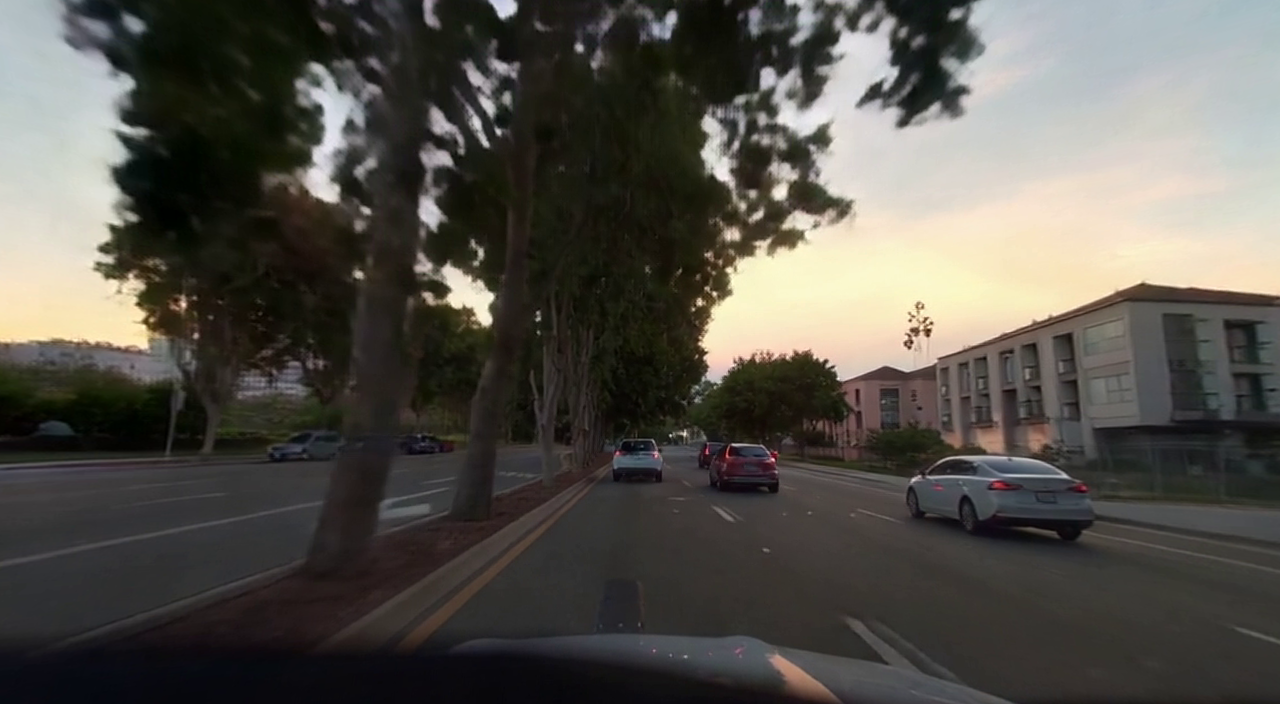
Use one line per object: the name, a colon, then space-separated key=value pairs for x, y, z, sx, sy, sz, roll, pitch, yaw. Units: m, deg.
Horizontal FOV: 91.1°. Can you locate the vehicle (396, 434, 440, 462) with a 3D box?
vehicle: x=-14.140 y=6.078 z=39.768 sx=2.161 sy=1.642 sz=4.587 roll=4 pitch=-9 yaw=-24

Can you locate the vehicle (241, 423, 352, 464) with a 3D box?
vehicle: x=-18.709 y=5.068 z=34.697 sx=2.226 sy=2.019 sz=6.809 roll=0 pitch=-8 yaw=1

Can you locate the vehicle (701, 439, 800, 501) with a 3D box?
vehicle: x=2.957 y=3.240 z=17.702 sx=1.932 sy=1.510 sz=4.168 roll=0 pitch=-8 yaw=-1

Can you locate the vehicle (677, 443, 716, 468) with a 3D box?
vehicle: x=3.582 y=6.586 z=40.231 sx=2.012 sy=1.462 sz=4.163 roll=0 pitch=-8 yaw=-1

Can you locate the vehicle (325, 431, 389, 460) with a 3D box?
vehicle: x=-18.533 y=6.157 z=41.403 sx=1.915 sy=1.824 sz=4.760 roll=0 pitch=-8 yaw=1

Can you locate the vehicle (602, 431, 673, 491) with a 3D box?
vehicle: x=-0.068 y=3.397 z=19.874 sx=2.008 sy=1.674 sz=4.239 roll=0 pitch=-8 yaw=0

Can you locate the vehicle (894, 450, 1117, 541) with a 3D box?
vehicle: x=7.067 y=2.768 z=12.806 sx=1.944 sy=1.458 sz=4.268 roll=0 pitch=-8 yaw=-1
